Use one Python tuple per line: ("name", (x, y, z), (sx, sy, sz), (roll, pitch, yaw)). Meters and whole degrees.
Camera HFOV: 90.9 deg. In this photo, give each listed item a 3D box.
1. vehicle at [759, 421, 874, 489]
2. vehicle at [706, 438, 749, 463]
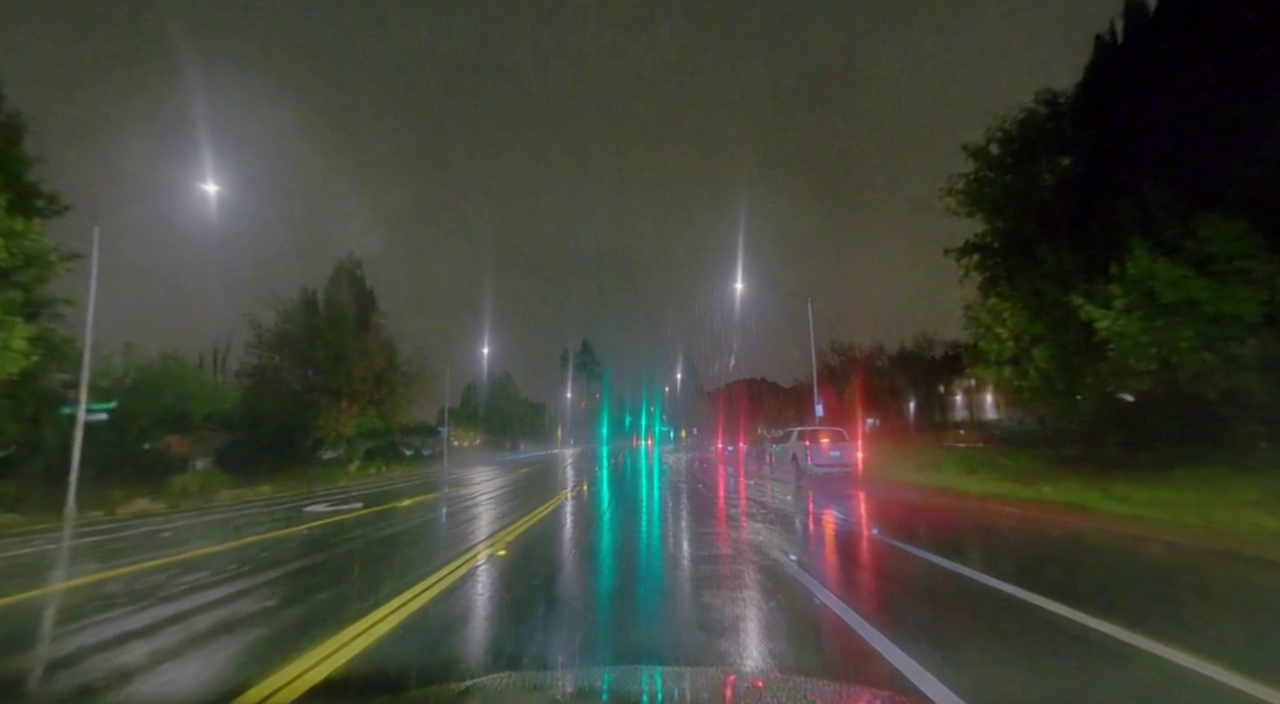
("vehicle", (5.180, 3.094, 19.262), (2.160, 1.800, 4.646), (0, -8, 0))
("vehicle", (5.561, 6.312, 40.504), (1.935, 1.453, 4.488), (0, -8, -3))
